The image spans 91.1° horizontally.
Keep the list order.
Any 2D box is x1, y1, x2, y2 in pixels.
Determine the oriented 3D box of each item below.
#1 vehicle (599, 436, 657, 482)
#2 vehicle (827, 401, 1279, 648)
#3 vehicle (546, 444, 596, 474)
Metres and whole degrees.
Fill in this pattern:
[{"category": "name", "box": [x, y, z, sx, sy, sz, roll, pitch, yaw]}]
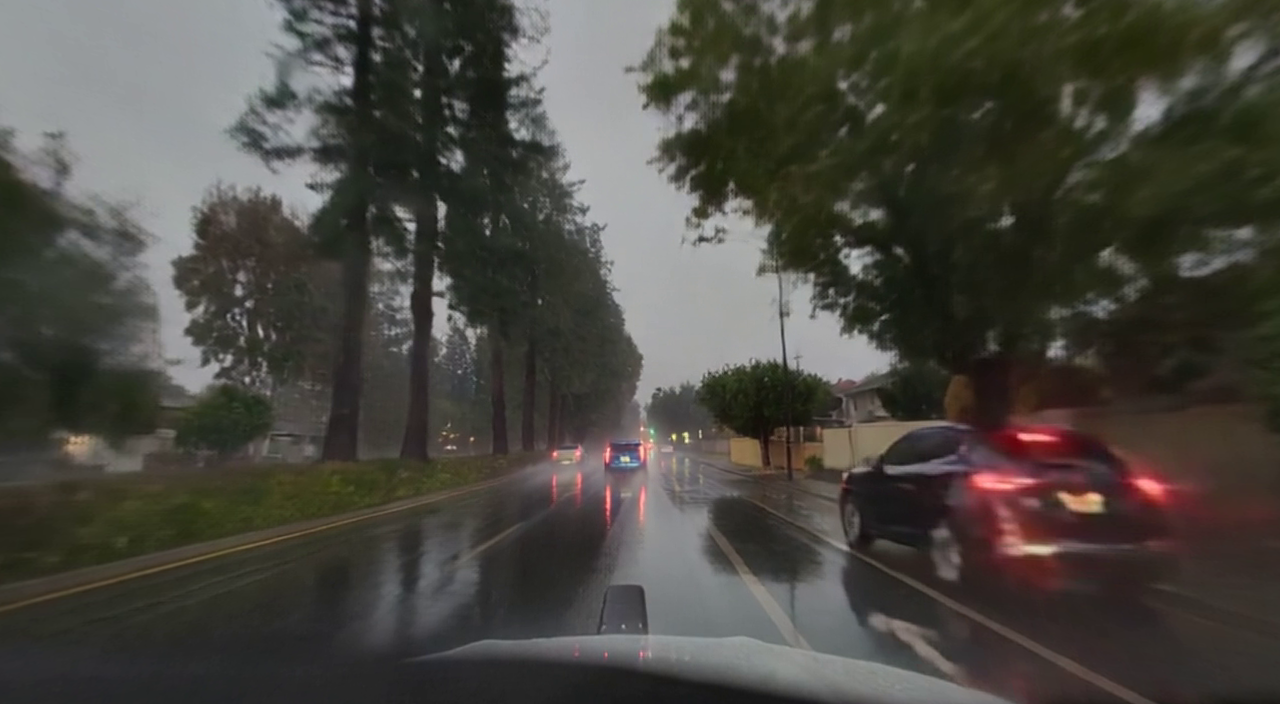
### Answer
[{"category": "vehicle", "box": [-0.466, 4.383, 26.060, 2.220, 1.742, 4.047, 0, -8, 0]}, {"category": "vehicle", "box": [3.878, 1.577, 6.874, 2.332, 1.769, 4.518, 0, -8, 1]}, {"category": "vehicle", "box": [-3.489, 5.493, 32.604, 2.032, 1.433, 4.458, 0, -8, 1]}]
